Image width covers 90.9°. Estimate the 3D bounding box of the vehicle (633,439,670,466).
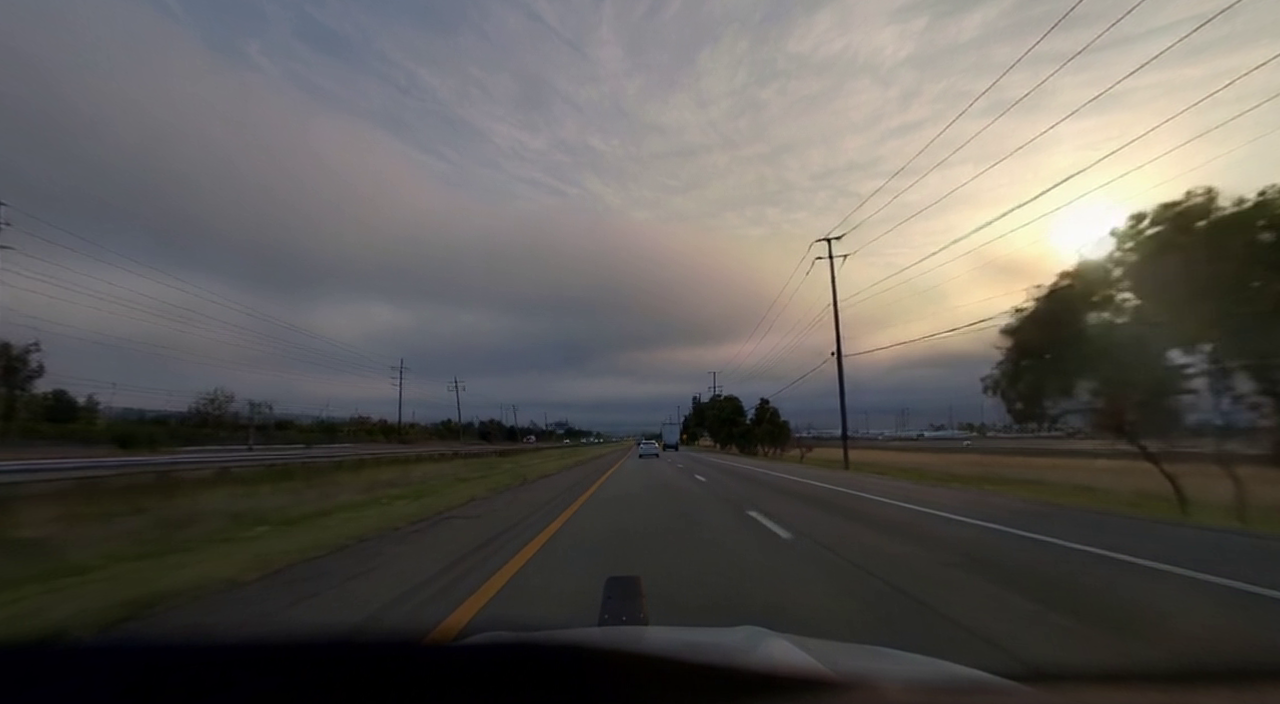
[{"bbox_3d":[0.738,6.269,39.404,2.192,1.556,4.132,0,-8,1],"label":"vehicle"}]
